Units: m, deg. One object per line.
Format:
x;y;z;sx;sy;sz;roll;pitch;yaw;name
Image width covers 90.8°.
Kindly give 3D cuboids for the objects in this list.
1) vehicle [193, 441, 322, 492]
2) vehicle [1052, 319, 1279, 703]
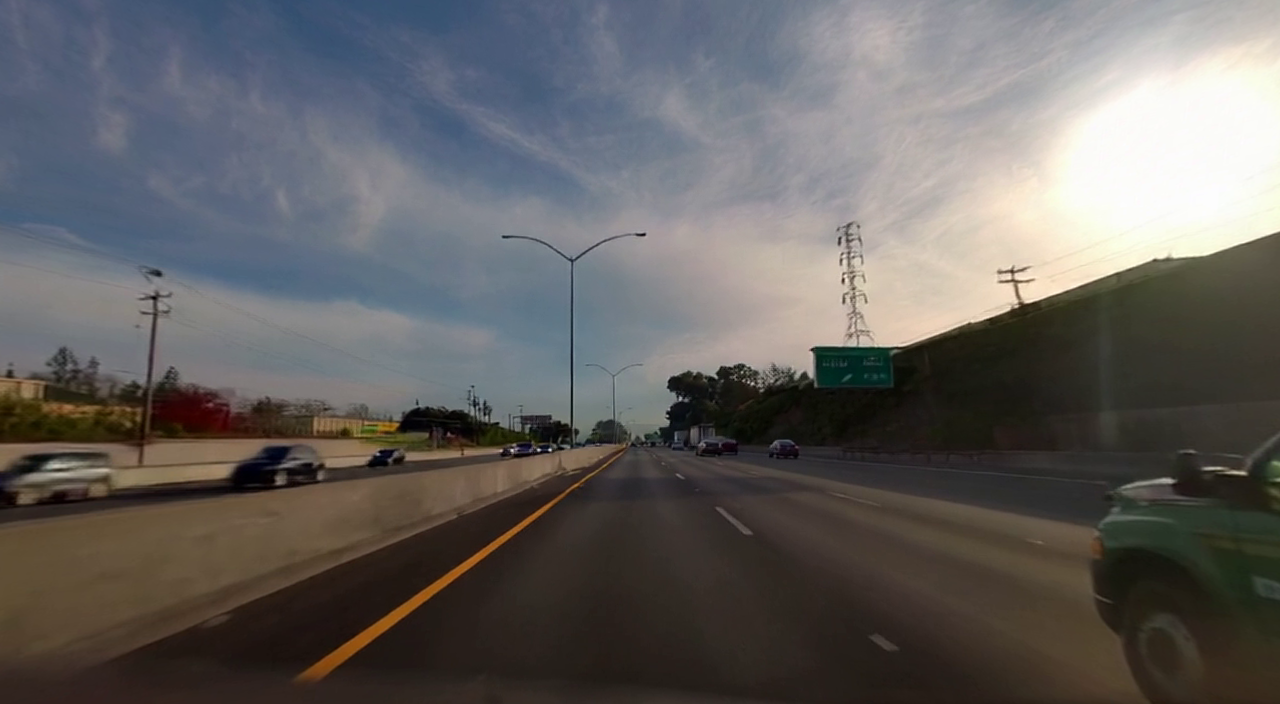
-14.598;4.361;24.536;2.011;1.732;4.825;0;-8;0;vehicle
3.308;0.581;1.222;1.973;1.710;4.476;0;-8;0;vehicle
